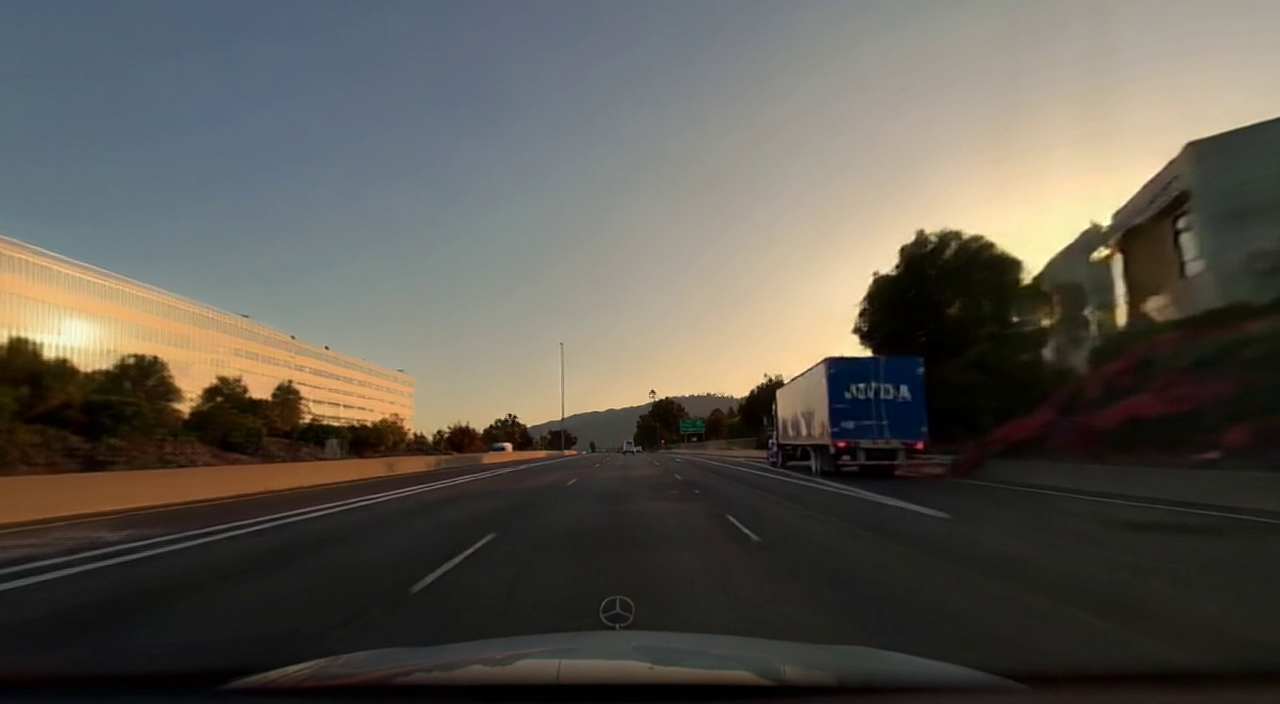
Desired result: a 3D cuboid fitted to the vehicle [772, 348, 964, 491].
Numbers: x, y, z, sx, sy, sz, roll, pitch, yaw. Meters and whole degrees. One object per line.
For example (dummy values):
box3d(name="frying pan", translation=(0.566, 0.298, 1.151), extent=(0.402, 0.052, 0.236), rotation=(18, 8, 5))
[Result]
box3d(name="vehicle", translation=(8.169, 3.118, 26.267), extent=(3.469, 3.986, 17.065), rotation=(-1, -8, 6))
